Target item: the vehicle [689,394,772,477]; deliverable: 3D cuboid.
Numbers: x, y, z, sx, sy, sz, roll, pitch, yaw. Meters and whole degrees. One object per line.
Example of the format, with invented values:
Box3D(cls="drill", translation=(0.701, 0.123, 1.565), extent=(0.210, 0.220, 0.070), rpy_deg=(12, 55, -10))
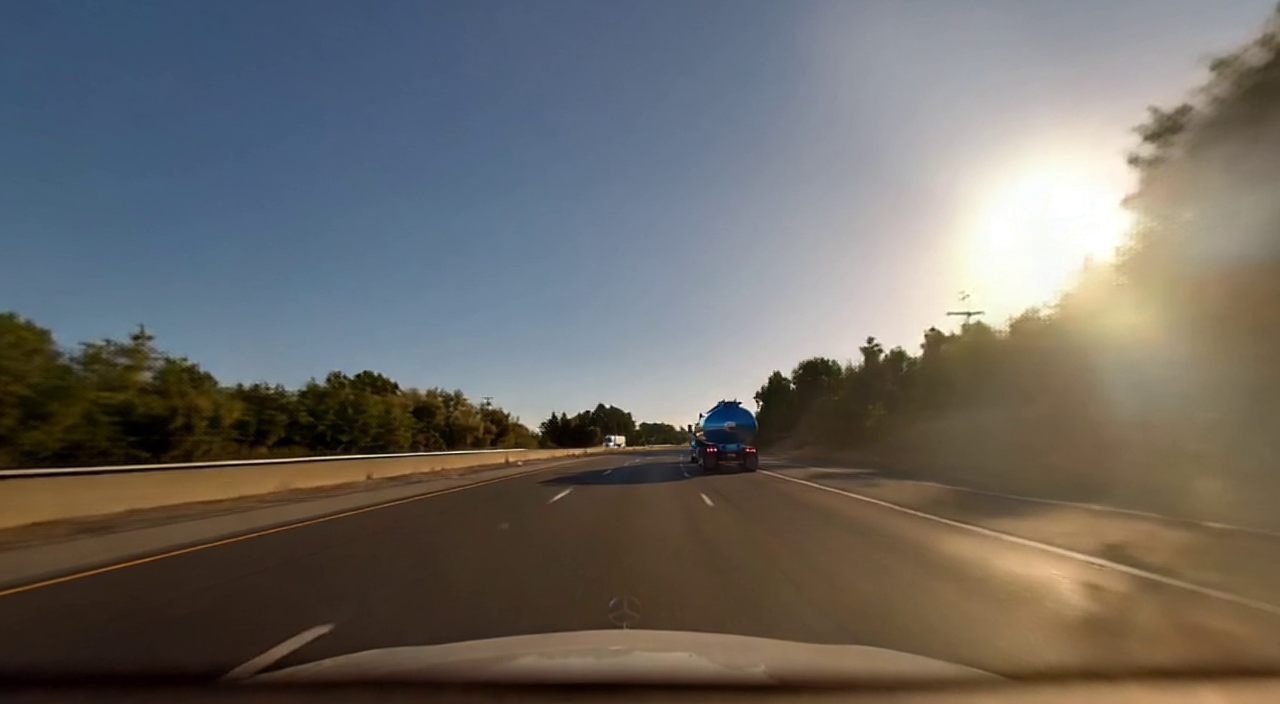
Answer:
Box3D(cls="vehicle", translation=(4.538, 4.726, 35.088), extent=(2.880, 3.624, 14.397), rpy_deg=(-1, -8, 2))
